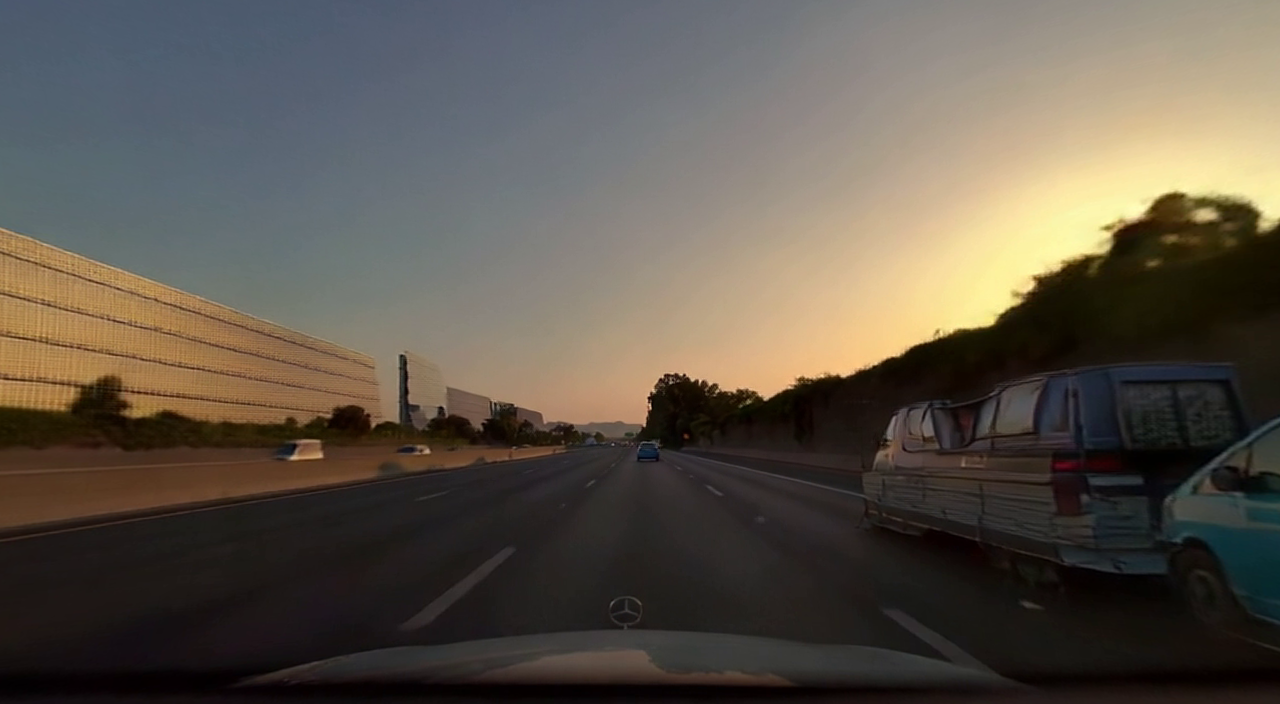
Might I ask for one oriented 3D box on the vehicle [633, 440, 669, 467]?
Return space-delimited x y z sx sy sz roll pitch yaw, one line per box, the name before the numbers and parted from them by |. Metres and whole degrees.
vehicle | 0.607 5.916 36.813 1.997 1.484 3.409 0 -8 0
